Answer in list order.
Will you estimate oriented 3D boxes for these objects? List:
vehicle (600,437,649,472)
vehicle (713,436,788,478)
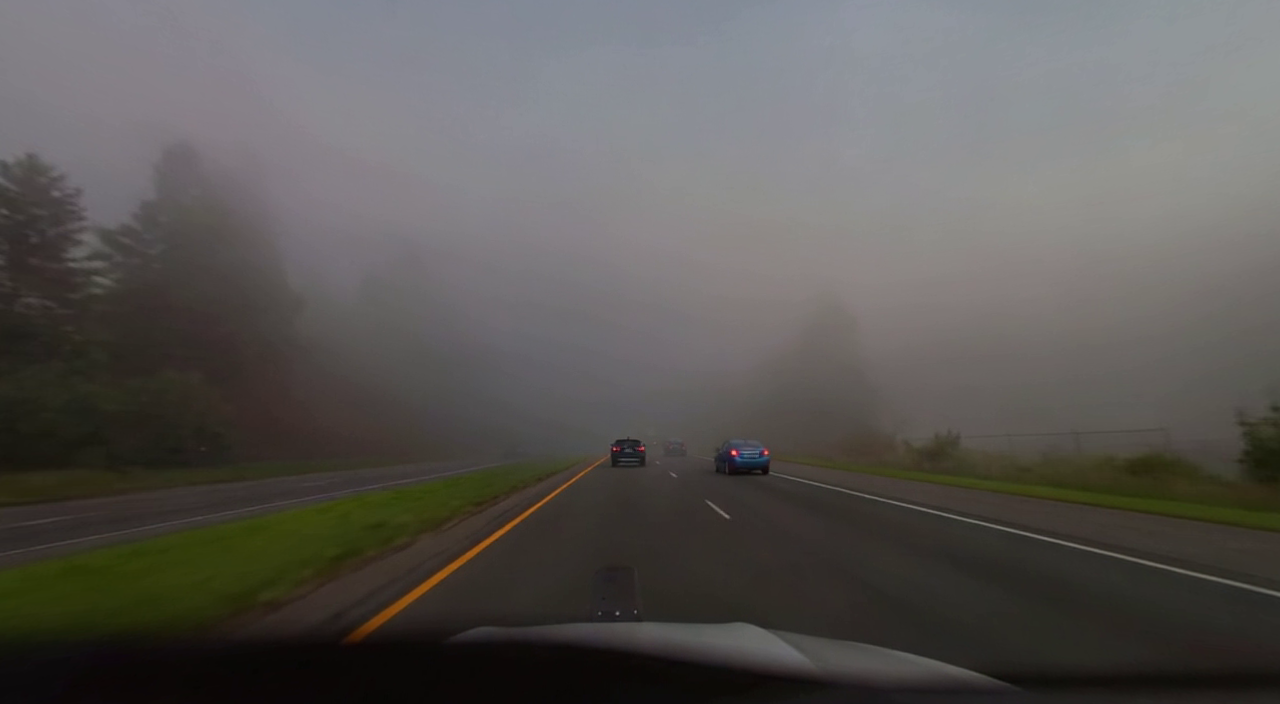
[{"bbox_3d":[-0.695,4.716,29.318,2.143,1.466,3.693,0,-8,-1],"label":"vehicle"},{"bbox_3d":[4.288,4.126,25.231,2.066,1.526,4.216,0,-8,-3],"label":"vehicle"}]
